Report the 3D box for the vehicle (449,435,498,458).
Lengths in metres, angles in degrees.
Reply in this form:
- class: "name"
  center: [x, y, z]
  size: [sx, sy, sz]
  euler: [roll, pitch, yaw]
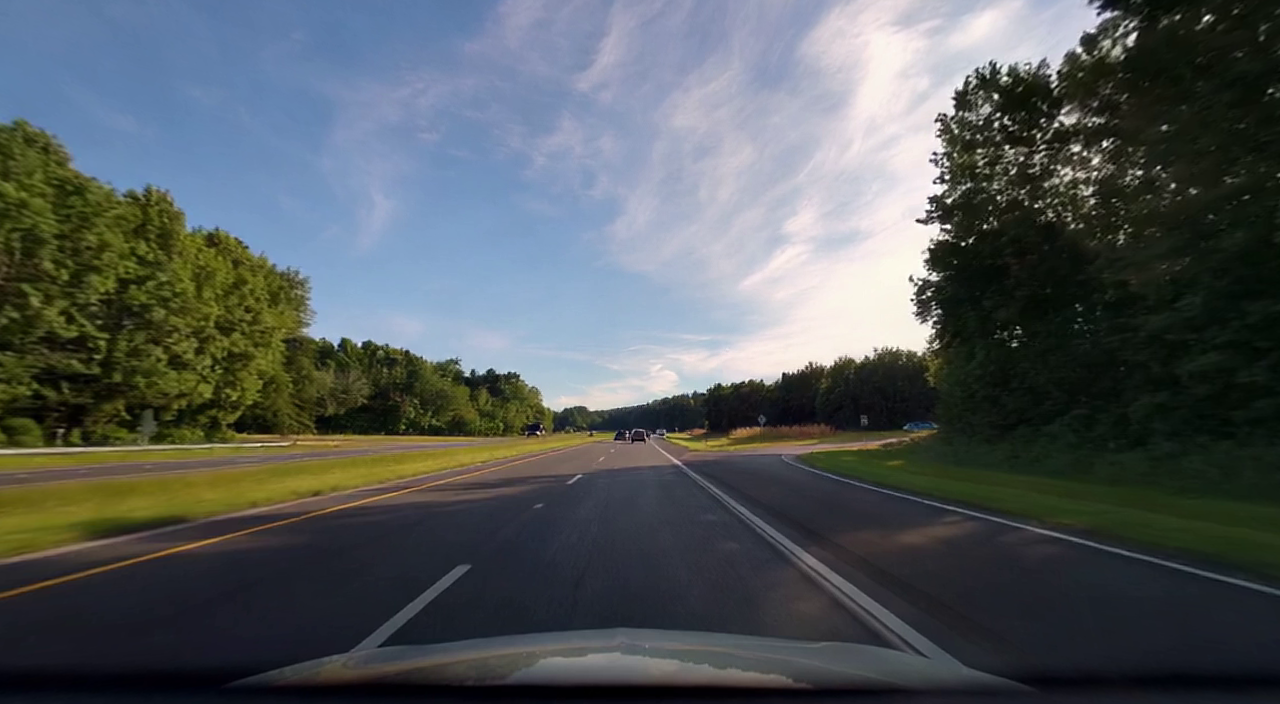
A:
- class: "vehicle"
  center: [-10.720, 6.093, 40.851]
  size: [1.832, 1.366, 4.633]
  euler: [0, -8, 1]
